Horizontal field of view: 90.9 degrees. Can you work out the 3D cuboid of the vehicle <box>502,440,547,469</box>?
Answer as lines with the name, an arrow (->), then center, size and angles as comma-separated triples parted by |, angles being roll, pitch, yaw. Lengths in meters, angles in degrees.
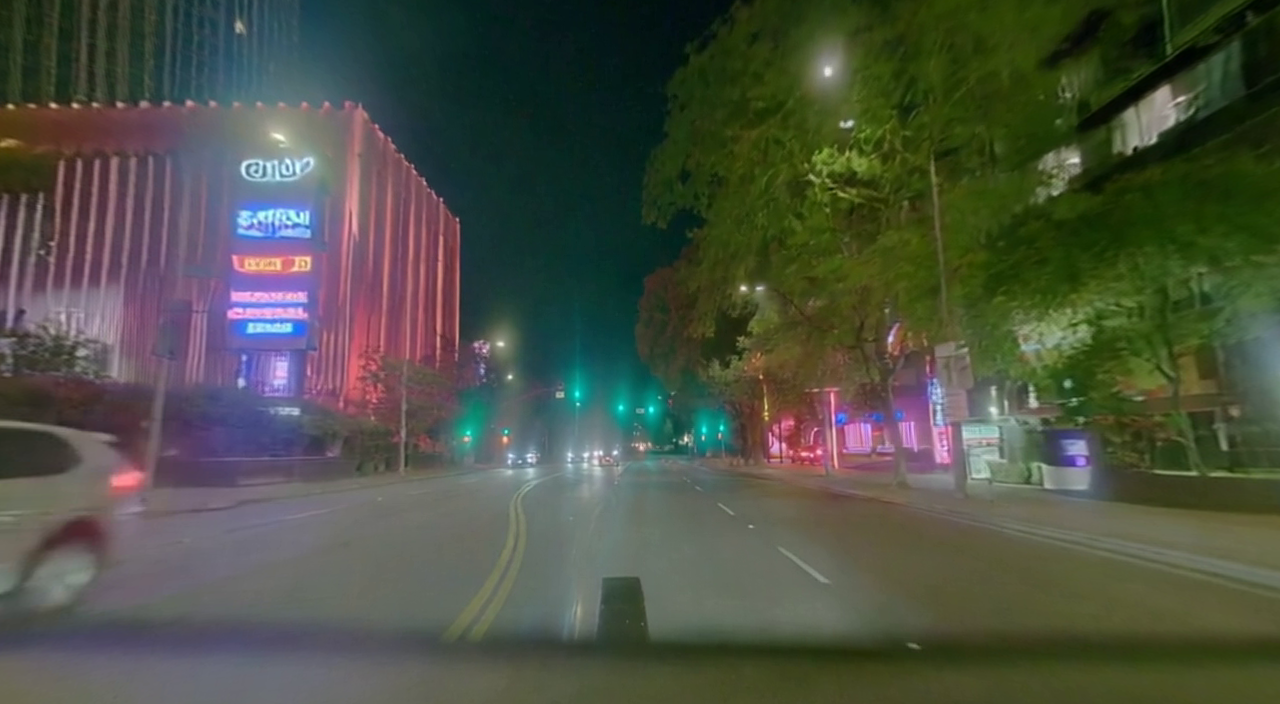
vehicle -> -8.159, 7.265, 44.947 | 2.242, 1.919, 4.922 | 0, -8, 1

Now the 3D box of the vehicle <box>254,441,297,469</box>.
vehicle -> -26.142, 7.324, 45.094 | 2.099, 1.901, 4.832 | 6, -10, -35

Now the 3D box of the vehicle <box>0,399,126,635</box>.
vehicle -> -5.752, 1.047, 3.484 | 2.055, 1.714, 4.374 | 0, -8, 1
